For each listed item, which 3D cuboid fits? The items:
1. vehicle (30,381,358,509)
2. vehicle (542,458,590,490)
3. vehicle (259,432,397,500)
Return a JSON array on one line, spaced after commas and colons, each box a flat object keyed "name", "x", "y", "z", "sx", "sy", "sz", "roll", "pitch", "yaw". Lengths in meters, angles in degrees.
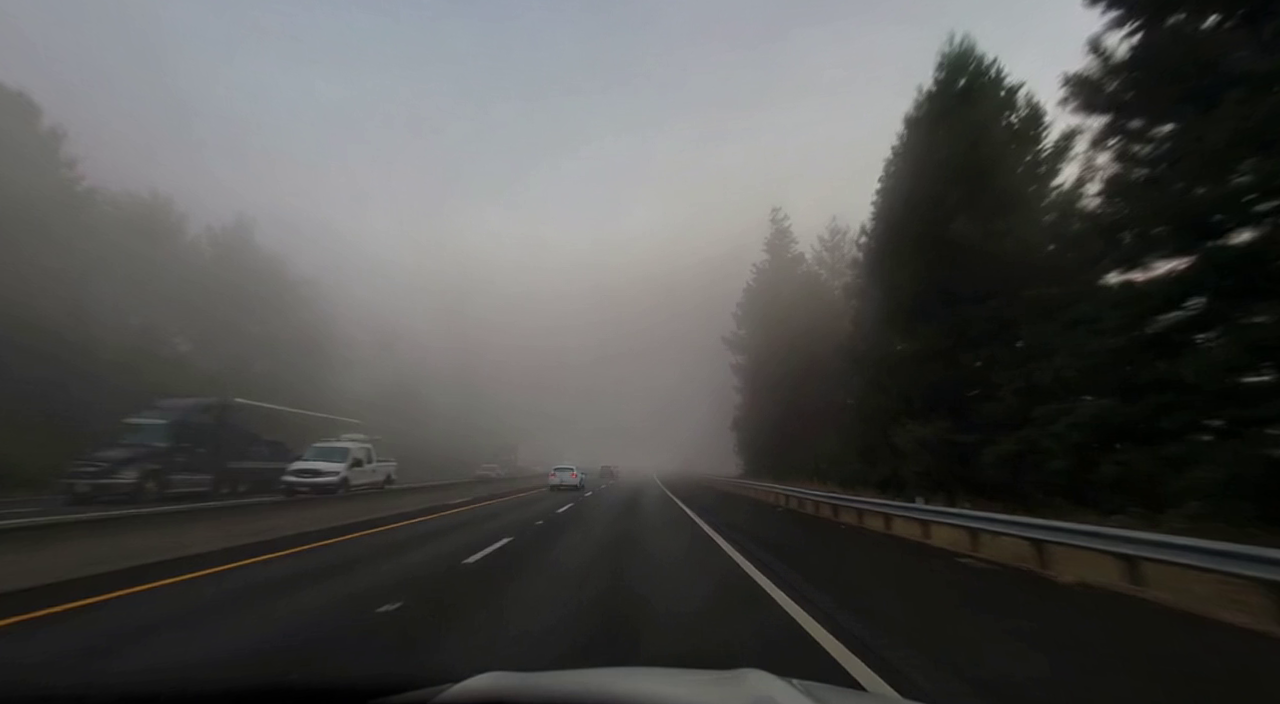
[{"name": "vehicle", "x": -17.463, "y": 4.301, "z": 27.472, "sx": 2.882, "sy": 3.981, "sz": 15.102, "roll": 1, "pitch": -11, "yaw": 2}, {"name": "vehicle", "x": -4.353, "y": 7.261, "z": 37.580, "sx": 2.160, "sy": 1.721, "sz": 4.368, "roll": 1, "pitch": -11, "yaw": 2}, {"name": "vehicle", "x": -12.926, "y": 4.866, "z": 26.868, "sx": 2.247, "sy": 2.499, "sz": 6.794, "roll": 1, "pitch": -11, "yaw": 1}]
